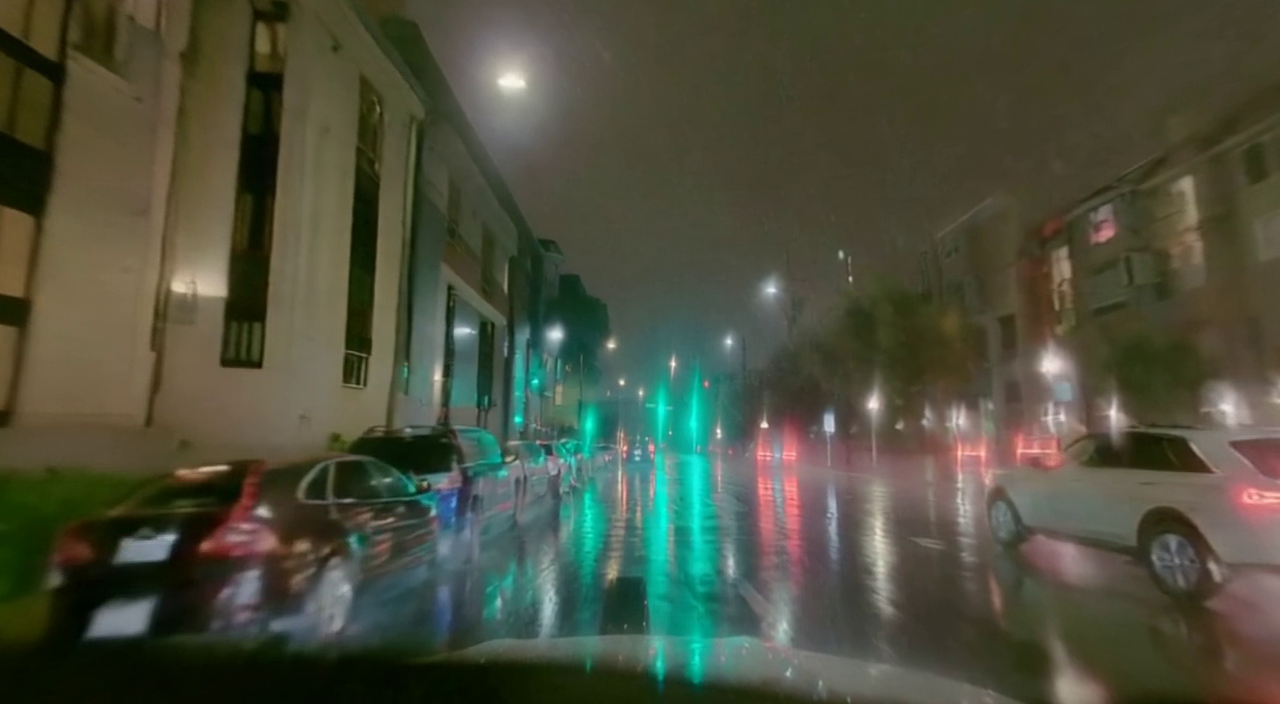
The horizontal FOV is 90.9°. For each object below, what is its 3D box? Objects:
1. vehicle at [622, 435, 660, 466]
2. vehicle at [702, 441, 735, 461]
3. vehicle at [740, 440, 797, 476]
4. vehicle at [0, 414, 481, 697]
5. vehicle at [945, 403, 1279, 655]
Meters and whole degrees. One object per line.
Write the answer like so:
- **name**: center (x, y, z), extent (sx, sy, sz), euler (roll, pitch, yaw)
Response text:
- **vehicle**: center (0.042, 5.869, 37.646), extent (2.122, 1.689, 3.885), euler (0, -8, 0)
- **vehicle**: center (5.923, 7.512, 48.005), extent (1.917, 1.467, 4.452), euler (0, -8, -1)
- **vehicle**: center (5.618, 4.652, 27.920), extent (1.799, 1.463, 3.464), euler (0, -8, 0)
- **vehicle**: center (-2.982, 1.407, 5.595), extent (1.843, 1.482, 4.310), euler (-1, -8, 2)
- **vehicle**: center (4.998, 1.439, 6.175), extent (1.891, 1.599, 4.173), euler (0, -8, 0)
